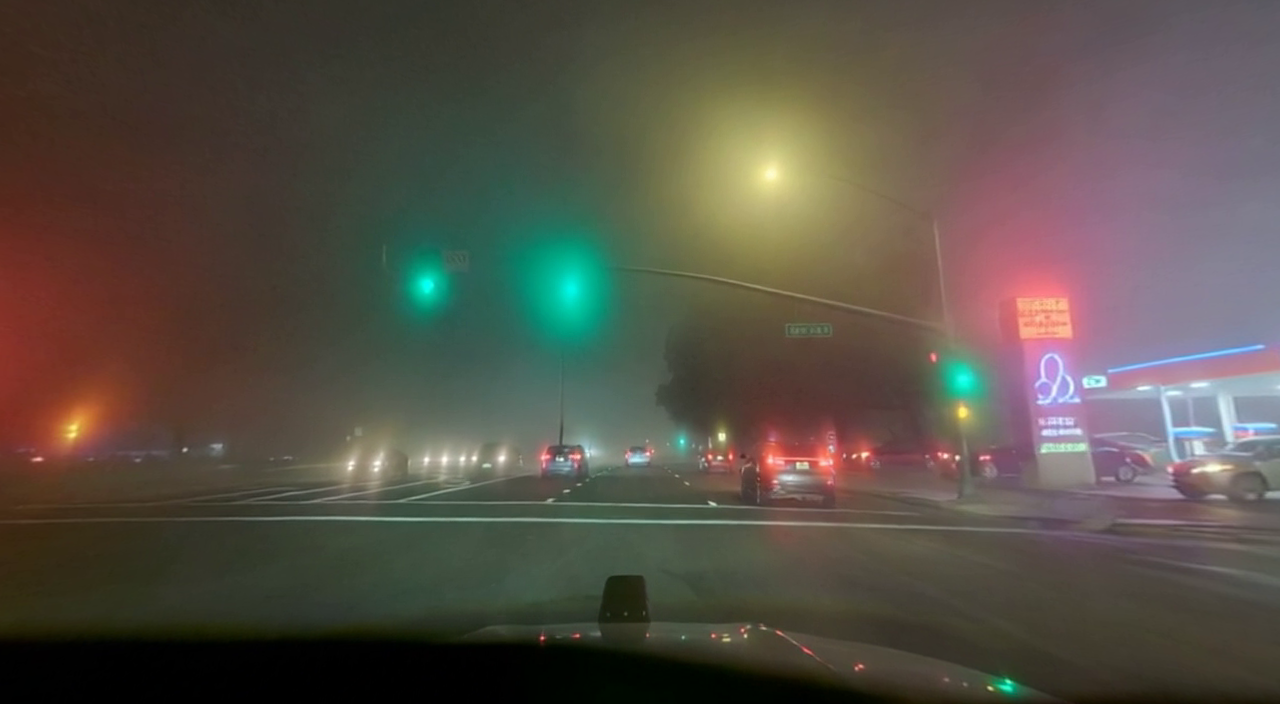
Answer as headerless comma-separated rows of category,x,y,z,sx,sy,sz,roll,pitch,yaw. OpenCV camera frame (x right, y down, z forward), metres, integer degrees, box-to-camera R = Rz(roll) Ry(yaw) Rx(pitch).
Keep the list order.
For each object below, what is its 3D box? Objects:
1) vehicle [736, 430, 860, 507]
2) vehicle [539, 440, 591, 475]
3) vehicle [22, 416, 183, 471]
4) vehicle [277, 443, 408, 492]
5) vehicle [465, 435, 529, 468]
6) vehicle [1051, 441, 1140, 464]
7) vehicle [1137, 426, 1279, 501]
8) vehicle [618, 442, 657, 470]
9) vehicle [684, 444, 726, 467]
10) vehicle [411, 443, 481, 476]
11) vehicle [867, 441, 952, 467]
vehicle,3.827,2.902,16.148,2.022,1.683,4.171,0,-9,-1
vehicle,-3.675,5.230,31.525,2.023,1.607,4.086,0,-9,1
vehicle,-33.780,5.808,39.863,7.339,3.284,2.857,0,-9,0
vehicle,-9.664,3.766,21.020,2.023,1.433,4.699,0,-9,1
vehicle,-9.113,6.429,40.835,2.455,1.904,6.030,-1,-9,2
vehicle,30.635,6.768,42.464,4.587,1.422,1.853,0,-9,-1
vehicle,17.736,3.009,17.554,5.585,1.866,2.607,-1,-9,-2
vehicle,-0.121,5.838,35.560,2.104,1.477,4.591,0,-9,0
vehicle,4.294,6.958,42.536,2.174,1.462,4.400,0,-9,-3
vehicle,-9.129,5.067,29.949,2.001,1.461,3.859,-1,-9,2
vehicle,17.030,6.461,40.013,4.506,1.604,1.830,0,-9,-1
